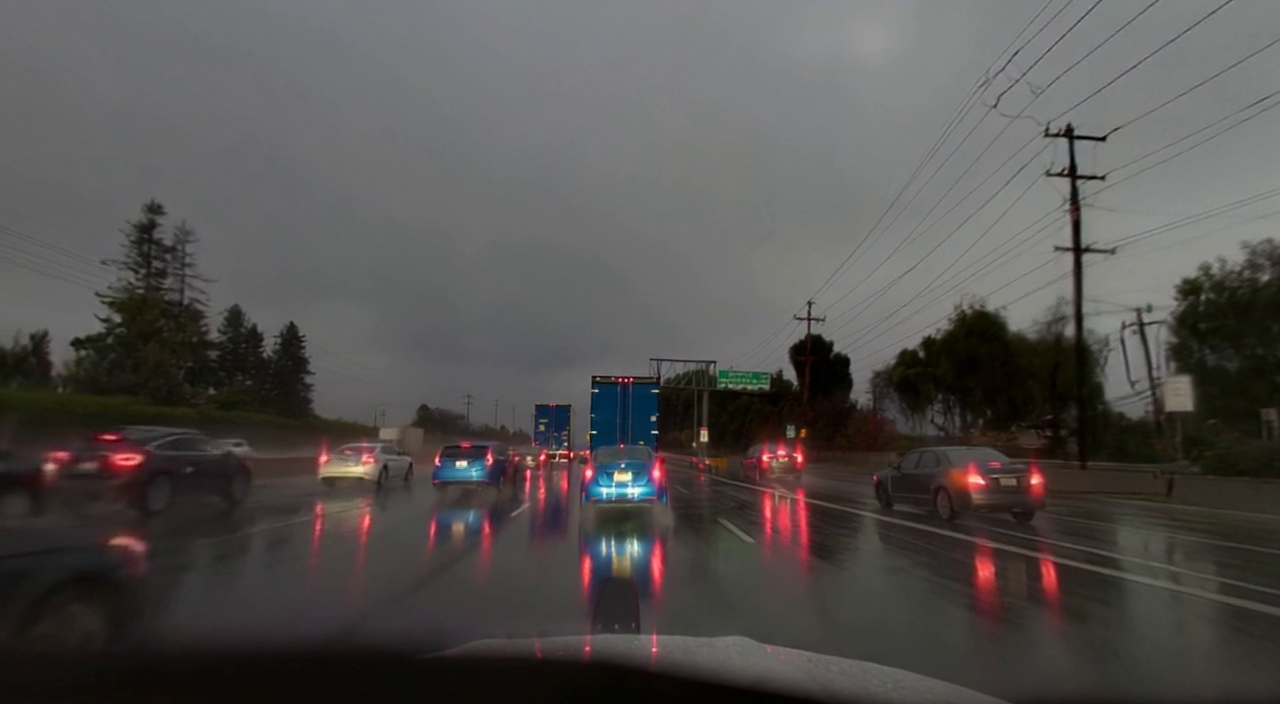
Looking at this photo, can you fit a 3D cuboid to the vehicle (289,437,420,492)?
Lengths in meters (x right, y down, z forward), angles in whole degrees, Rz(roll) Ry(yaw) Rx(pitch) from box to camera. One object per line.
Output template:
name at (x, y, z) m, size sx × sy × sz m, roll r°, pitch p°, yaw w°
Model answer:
vehicle at (-8.575, 3.415, 19.568) m, size 1.988 × 1.472 × 4.852 m, roll 0°, pitch -9°, yaw -3°

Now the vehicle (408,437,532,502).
vehicle at (-4.279, 3.049, 16.878) m, size 1.960 × 1.450 × 5.246 m, roll 0°, pitch -9°, yaw -1°

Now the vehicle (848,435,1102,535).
vehicle at (5.506, 2.216, 11.160) m, size 1.878 × 1.406 × 4.164 m, roll 1°, pitch -9°, yaw -6°

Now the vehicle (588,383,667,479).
vehicle at (-0.672, 3.531, 27.413) m, size 2.909 × 3.518 × 8.262 m, roll 0°, pitch -9°, yaw -3°

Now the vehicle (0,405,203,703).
vehicle at (-3.716, 0.758, 1.251) m, size 2.235 × 1.472 × 4.860 m, roll 0°, pitch -9°, yaw 0°

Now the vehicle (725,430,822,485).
vehicle at (4.354, 3.524, 21.313) m, size 2.023 × 1.676 × 4.002 m, roll 1°, pitch -9°, yaw -5°

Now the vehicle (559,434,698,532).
vehicle at (-0.288, 2.304, 11.671) m, size 2.112 × 1.463 × 4.012 m, roll 0°, pitch -9°, yaw -3°
